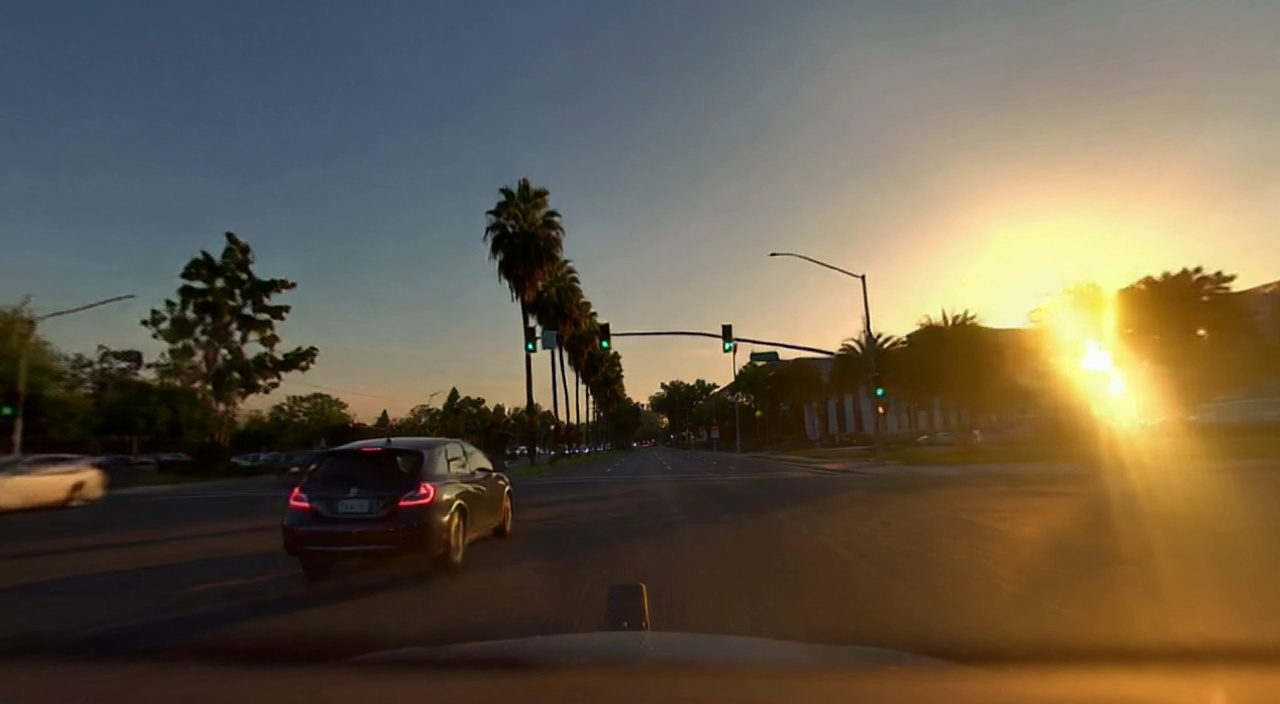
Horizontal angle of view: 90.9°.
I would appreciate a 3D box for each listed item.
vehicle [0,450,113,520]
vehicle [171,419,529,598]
[{"bbox_3d":[-18.073,3.707,17.816,2.180,1.802,4.773,0,-8,0],"label":"vehicle"},{"bbox_3d":[-2.968,1.718,7.974,2.162,1.549,4.795,0,-8,1],"label":"vehicle"}]
